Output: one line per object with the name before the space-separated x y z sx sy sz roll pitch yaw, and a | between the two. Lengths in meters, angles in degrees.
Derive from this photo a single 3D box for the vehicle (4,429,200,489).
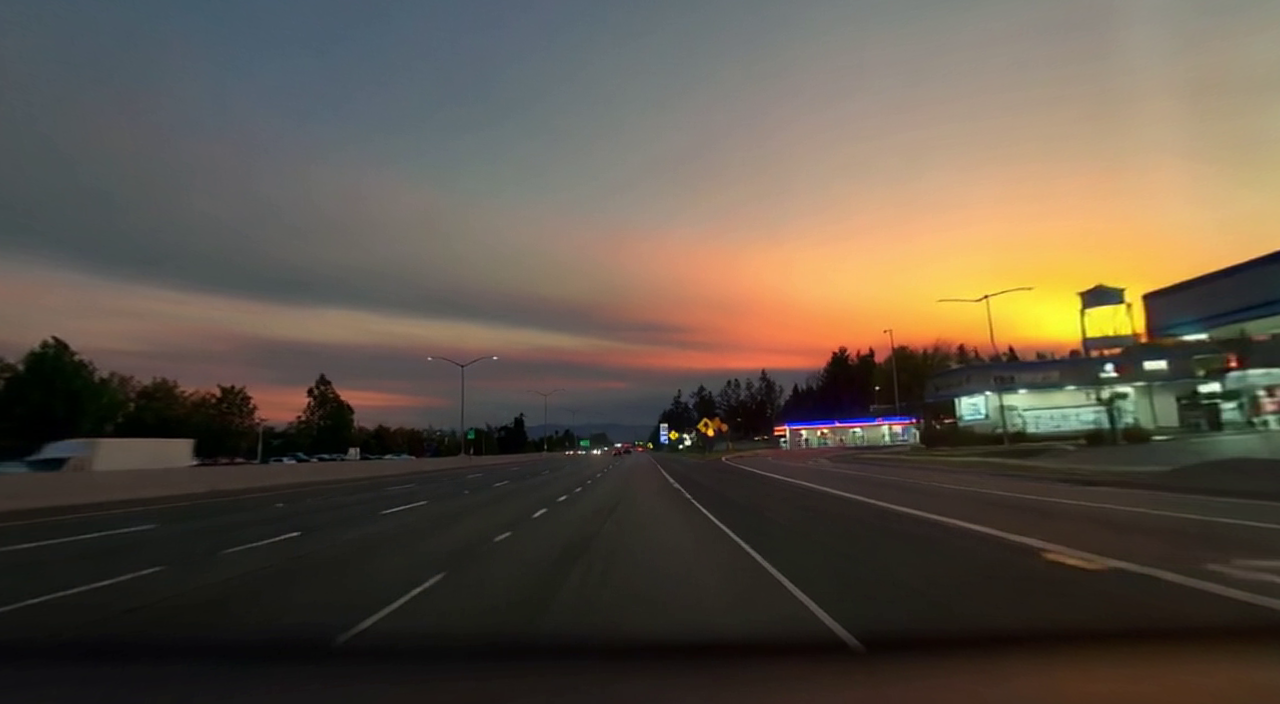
vehicle | -31.597 6.356 37.880 2.984 3.100 9.755 0 -9 1
